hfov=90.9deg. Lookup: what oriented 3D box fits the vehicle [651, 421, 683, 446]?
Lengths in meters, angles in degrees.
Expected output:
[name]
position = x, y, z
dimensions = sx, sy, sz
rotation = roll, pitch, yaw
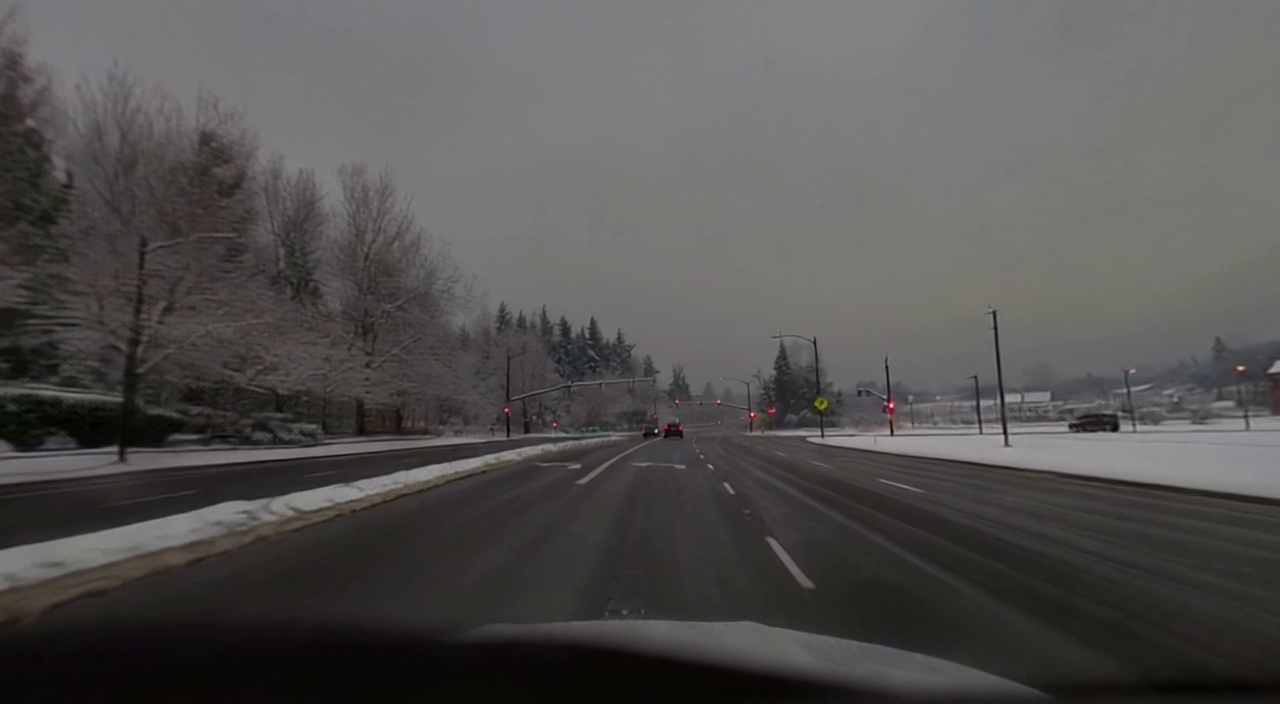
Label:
[vehicle]
position = 2.089, 6.132, 47.523
dimensions = 2.298, 1.770, 4.138
rotation = -1, -7, 4
